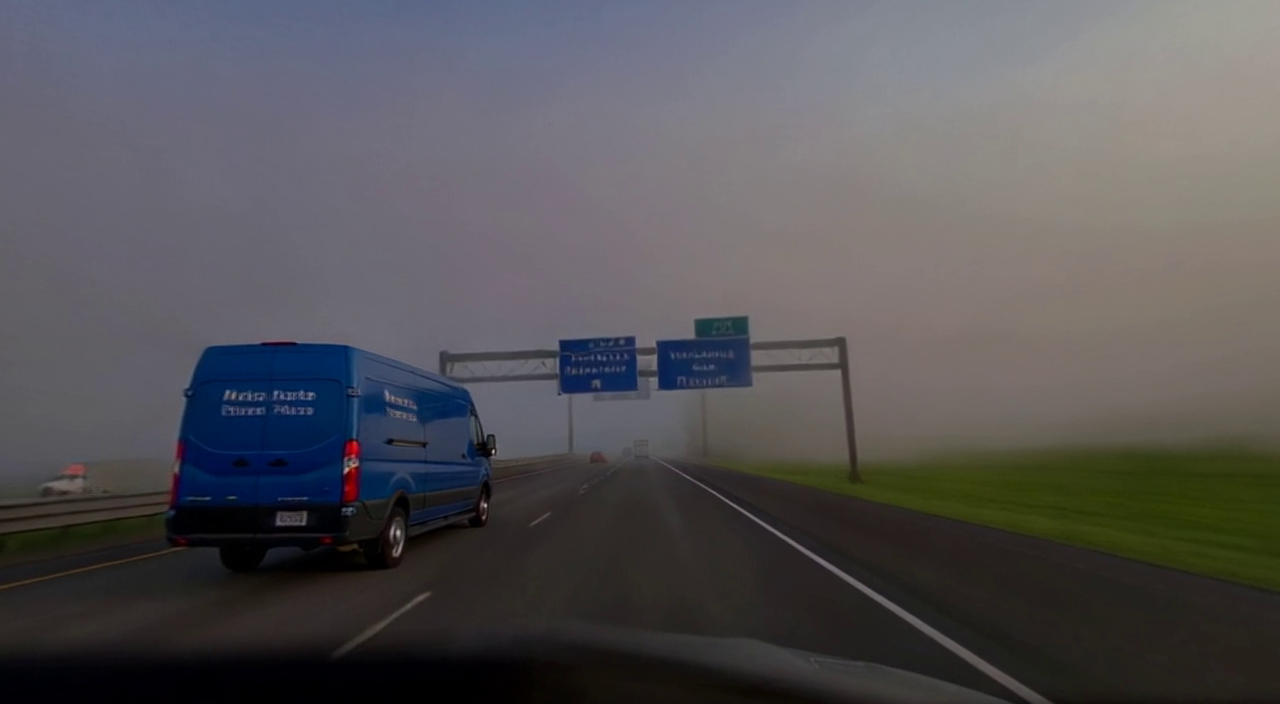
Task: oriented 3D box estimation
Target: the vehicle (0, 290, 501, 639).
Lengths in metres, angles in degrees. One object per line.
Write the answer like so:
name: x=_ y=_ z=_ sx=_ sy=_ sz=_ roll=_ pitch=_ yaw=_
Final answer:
vehicle: x=-3.769 y=1.336 z=8.312 sx=2.320 sy=2.636 sz=7.021 roll=0 pitch=-9 yaw=-1
